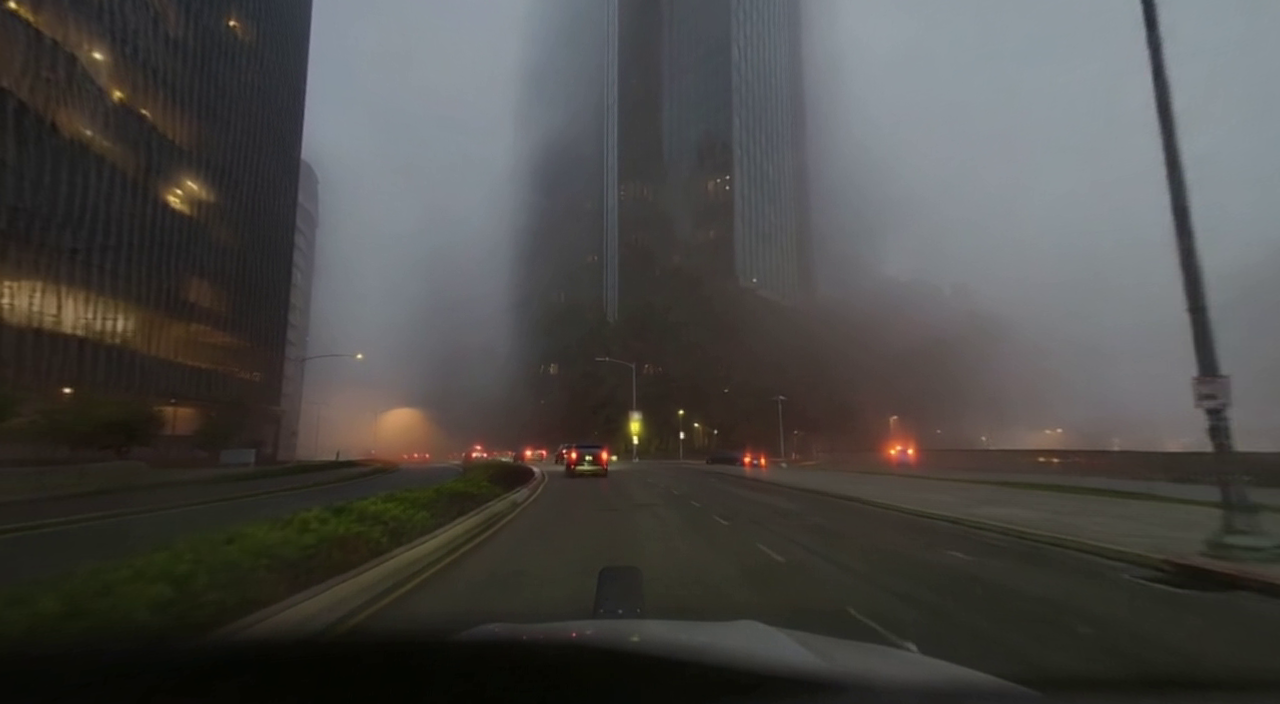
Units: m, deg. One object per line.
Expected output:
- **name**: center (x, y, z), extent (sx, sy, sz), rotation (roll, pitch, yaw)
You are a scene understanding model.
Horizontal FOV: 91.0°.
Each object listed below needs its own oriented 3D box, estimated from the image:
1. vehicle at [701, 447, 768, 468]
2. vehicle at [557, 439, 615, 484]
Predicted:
- **vehicle**: center (6.931, 7.768, 46.453), extent (4.645, 1.505, 2.100), rotation (0, -9, 0)
- **vehicle**: center (-2.256, 4.533, 26.386), extent (2.183, 1.675, 4.319), rotation (1, -9, -5)
